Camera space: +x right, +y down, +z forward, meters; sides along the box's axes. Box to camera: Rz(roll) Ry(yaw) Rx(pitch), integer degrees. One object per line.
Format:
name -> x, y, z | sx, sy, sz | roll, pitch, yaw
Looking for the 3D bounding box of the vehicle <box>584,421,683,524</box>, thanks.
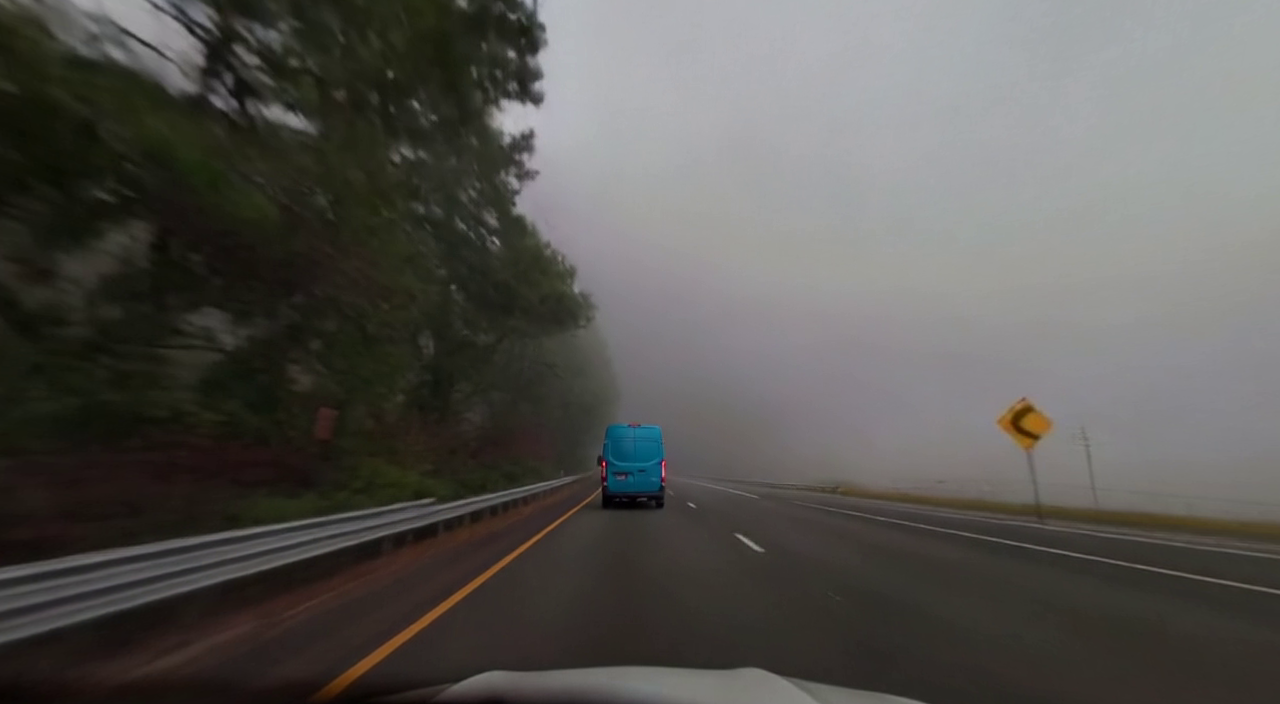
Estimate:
vehicle -> -0.240, 3.464, 18.370 | 2.375, 2.432, 6.161 | 1, -10, -2
